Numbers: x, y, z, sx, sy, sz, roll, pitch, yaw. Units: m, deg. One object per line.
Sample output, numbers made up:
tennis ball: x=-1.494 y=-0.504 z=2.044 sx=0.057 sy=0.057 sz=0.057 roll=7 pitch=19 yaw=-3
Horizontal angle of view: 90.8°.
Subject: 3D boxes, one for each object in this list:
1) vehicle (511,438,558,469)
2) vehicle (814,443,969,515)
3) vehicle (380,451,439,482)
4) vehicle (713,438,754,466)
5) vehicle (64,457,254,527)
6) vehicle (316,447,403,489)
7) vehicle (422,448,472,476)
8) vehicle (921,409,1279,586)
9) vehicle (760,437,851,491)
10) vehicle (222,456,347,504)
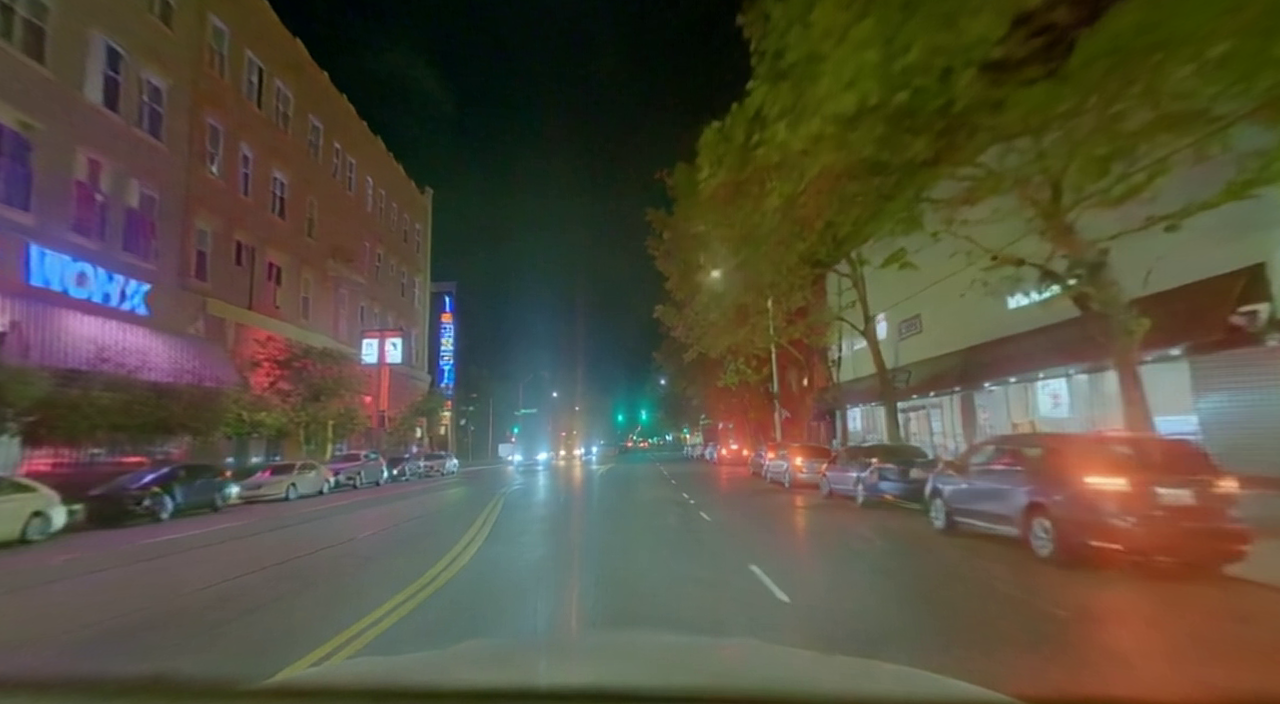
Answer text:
vehicle: x=-6.381 y=6.192 z=38.733 sx=2.095 sy=1.759 sz=4.413 roll=0 pitch=-8 yaw=1
vehicle: x=5.831 y=2.955 z=15.363 sx=1.787 sy=1.463 sz=4.506 roll=0 pitch=-8 yaw=-2
vehicle: x=-12.464 y=6.187 z=34.406 sx=1.774 sy=1.570 sz=3.900 roll=0 pitch=-8 yaw=0
vehicle: x=6.028 y=6.483 z=41.215 sx=2.047 sy=1.720 sz=4.353 roll=0 pitch=-8 yaw=0
vehicle: x=-12.494 y=3.613 z=16.816 sx=1.800 sy=1.532 sz=4.110 roll=0 pitch=-8 yaw=0
vehicle: x=-12.028 y=4.985 z=27.424 sx=1.834 sy=1.643 sz=4.110 roll=0 pitch=-8 yaw=1
vehicle: x=-12.156 y=6.916 z=40.103 sx=1.894 sy=1.654 sz=3.944 roll=0 pitch=-8 yaw=0
vehicle: x=6.009 y=1.812 z=8.758 sx=1.991 sy=1.771 sz=4.604 roll=0 pitch=-8 yaw=-1
vehicle: x=5.548 y=3.806 z=21.801 sx=1.899 sy=1.642 sz=4.463 roll=0 pitch=-8 yaw=0
vehicle: x=-12.531 y=4.504 z=22.669 sx=1.868 sy=1.418 sz=4.415 roll=-2 pitch=-9 yaw=1
